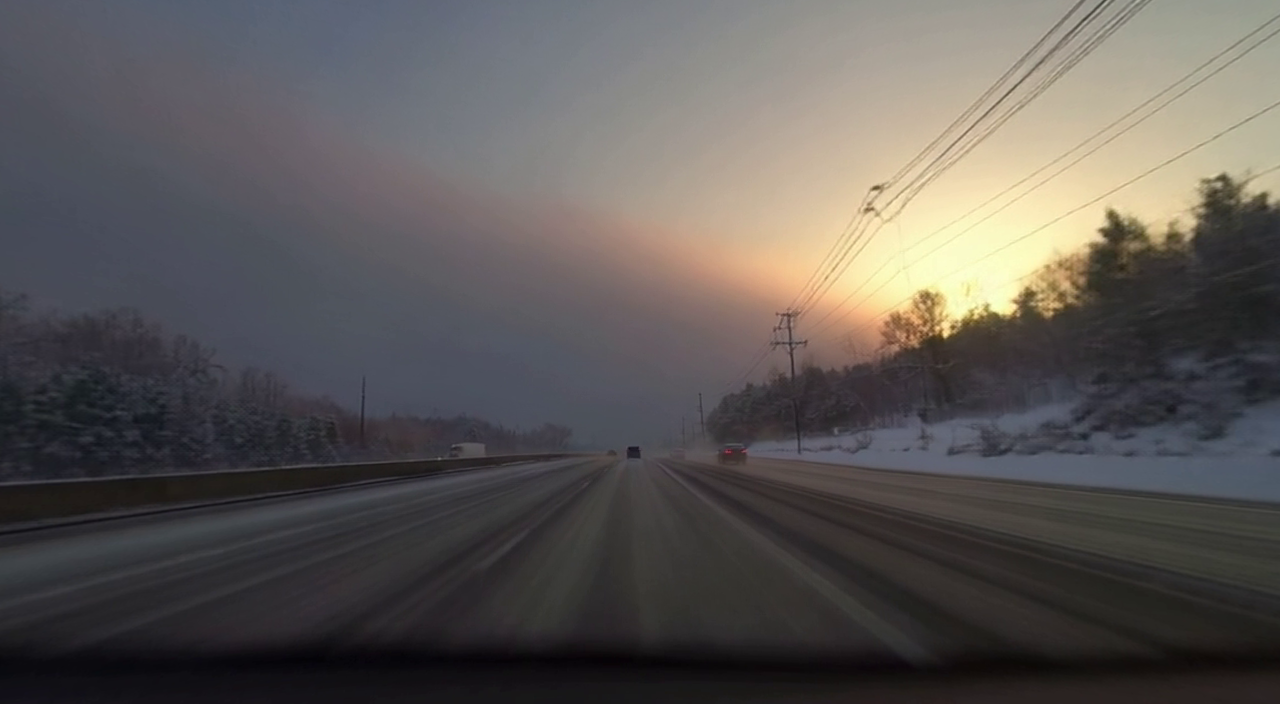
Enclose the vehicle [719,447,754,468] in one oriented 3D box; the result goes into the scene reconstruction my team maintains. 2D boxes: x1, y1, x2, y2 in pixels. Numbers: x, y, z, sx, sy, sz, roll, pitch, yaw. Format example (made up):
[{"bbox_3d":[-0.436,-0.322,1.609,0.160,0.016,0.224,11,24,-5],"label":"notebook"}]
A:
[{"bbox_3d":[6.898,7.577,45.694,1.817,1.440,4.075,0,-9,-1],"label":"vehicle"}]
